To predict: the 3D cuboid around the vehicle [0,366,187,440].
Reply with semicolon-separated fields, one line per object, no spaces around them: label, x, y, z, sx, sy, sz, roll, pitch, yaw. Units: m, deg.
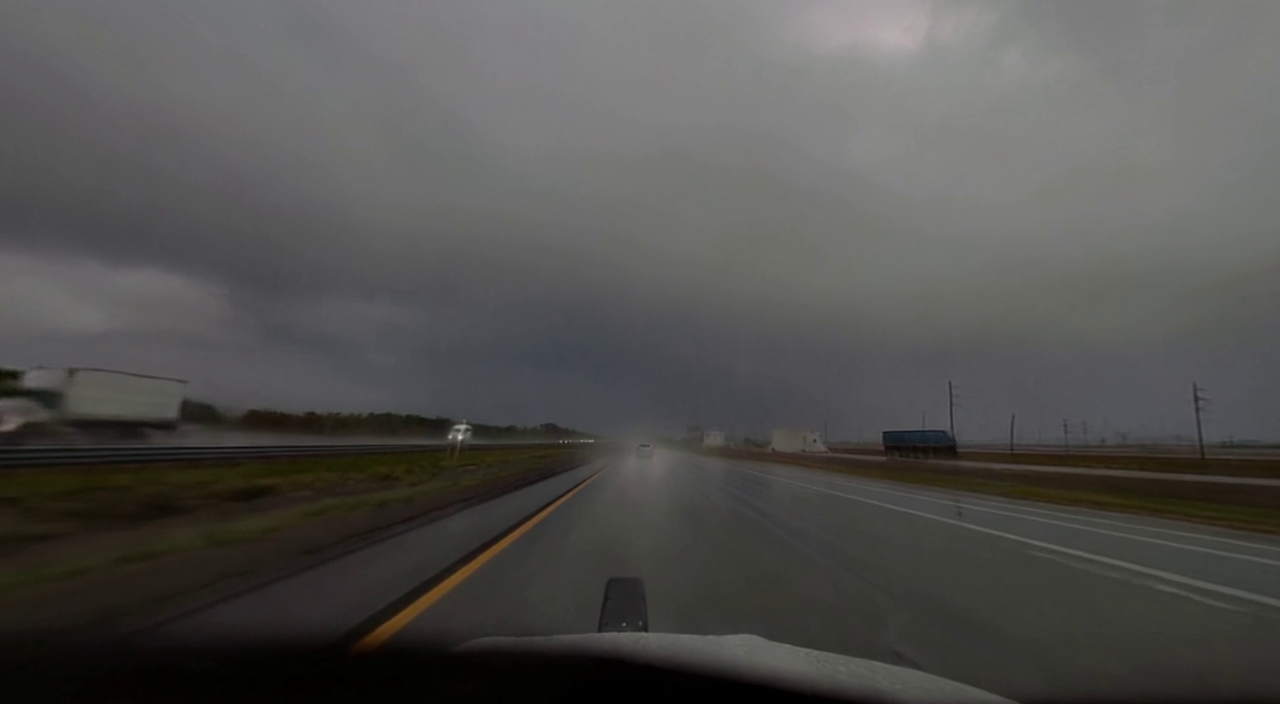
vehicle;-26.876;2.758;31.554;2.880;3.220;7.135;0;-8;1
